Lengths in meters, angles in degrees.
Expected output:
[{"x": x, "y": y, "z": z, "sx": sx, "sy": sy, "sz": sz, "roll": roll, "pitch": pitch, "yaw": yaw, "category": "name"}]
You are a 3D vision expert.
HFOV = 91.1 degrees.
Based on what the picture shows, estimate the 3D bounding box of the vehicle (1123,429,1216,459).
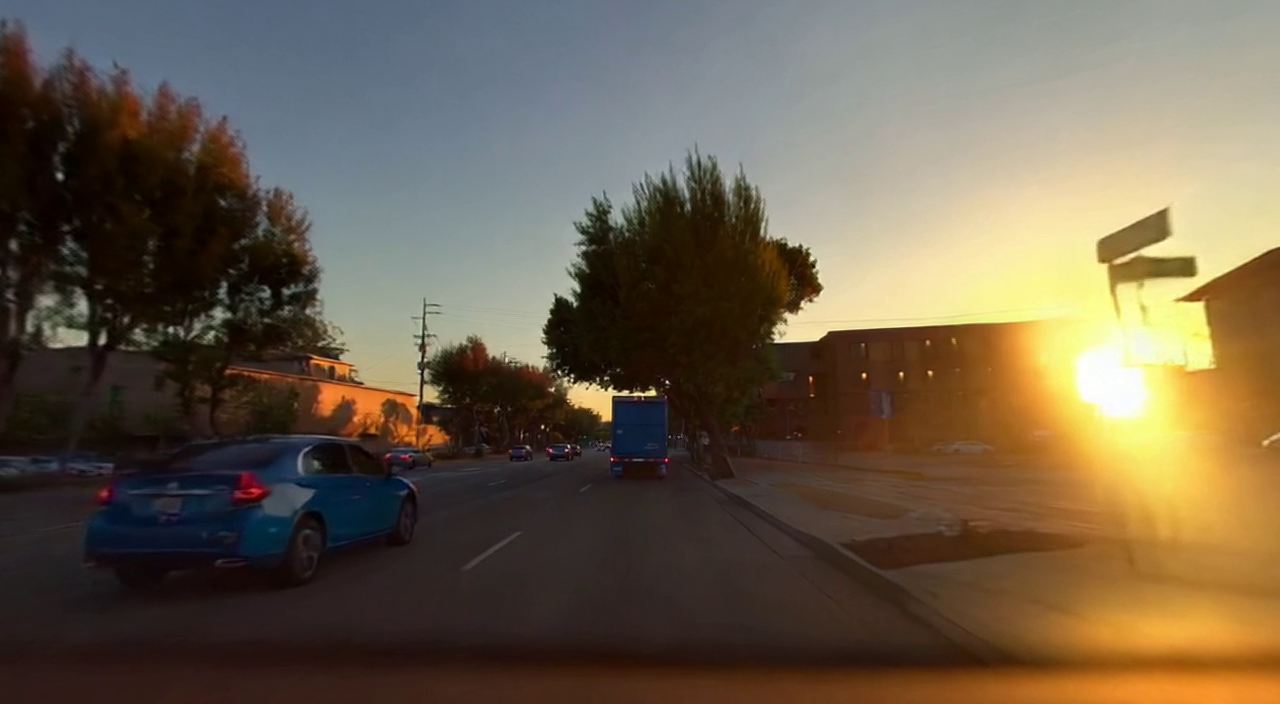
[{"x": 27.423, "y": 4.775, "z": 32.540, "sx": 3.341, "sy": 1.387, "sz": 1.619, "roll": -1, "pitch": -8, "yaw": -3, "category": "vehicle"}]

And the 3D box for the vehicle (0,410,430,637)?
[{"x": -4.057, "y": 1.548, "z": 6.716, "sx": 2.078, "sy": 1.597, "sz": 4.355, "roll": 0, "pitch": -9, "yaw": 0, "category": "vehicle"}]

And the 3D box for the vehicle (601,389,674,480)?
[{"x": -0.006, "y": 3.980, "z": 29.713, "sx": 2.905, "sy": 3.644, "sz": 8.807, "roll": 0, "pitch": -9, "yaw": 1, "category": "vehicle"}]

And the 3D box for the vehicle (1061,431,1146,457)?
[{"x": 25.859, "y": 5.145, "z": 35.098, "sx": 3.503, "sy": 1.419, "sz": 1.646, "roll": 1, "pitch": -9, "yaw": -4, "category": "vehicle"}]

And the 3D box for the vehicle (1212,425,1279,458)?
[{"x": 27.540, "y": 3.929, "z": 27.493, "sx": 3.405, "sy": 1.395, "sz": 1.600, "roll": 1, "pitch": -9, "yaw": -4, "category": "vehicle"}]
